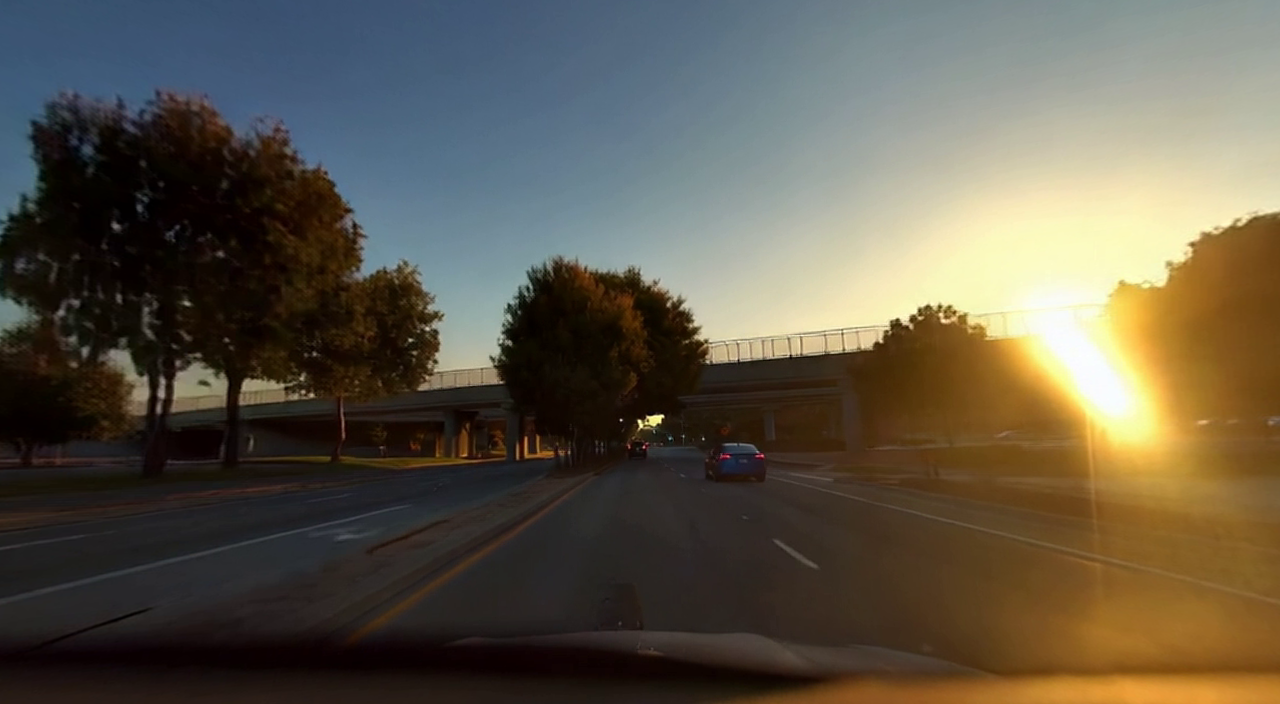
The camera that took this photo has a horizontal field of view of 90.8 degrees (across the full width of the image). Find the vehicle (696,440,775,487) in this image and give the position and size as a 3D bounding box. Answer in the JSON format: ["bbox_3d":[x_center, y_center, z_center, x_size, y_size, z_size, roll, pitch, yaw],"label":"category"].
[{"bbox_3d":[3.283,3.932,22.678,2.062,1.484,4.332,0,-8,-1],"label":"vehicle"}]
